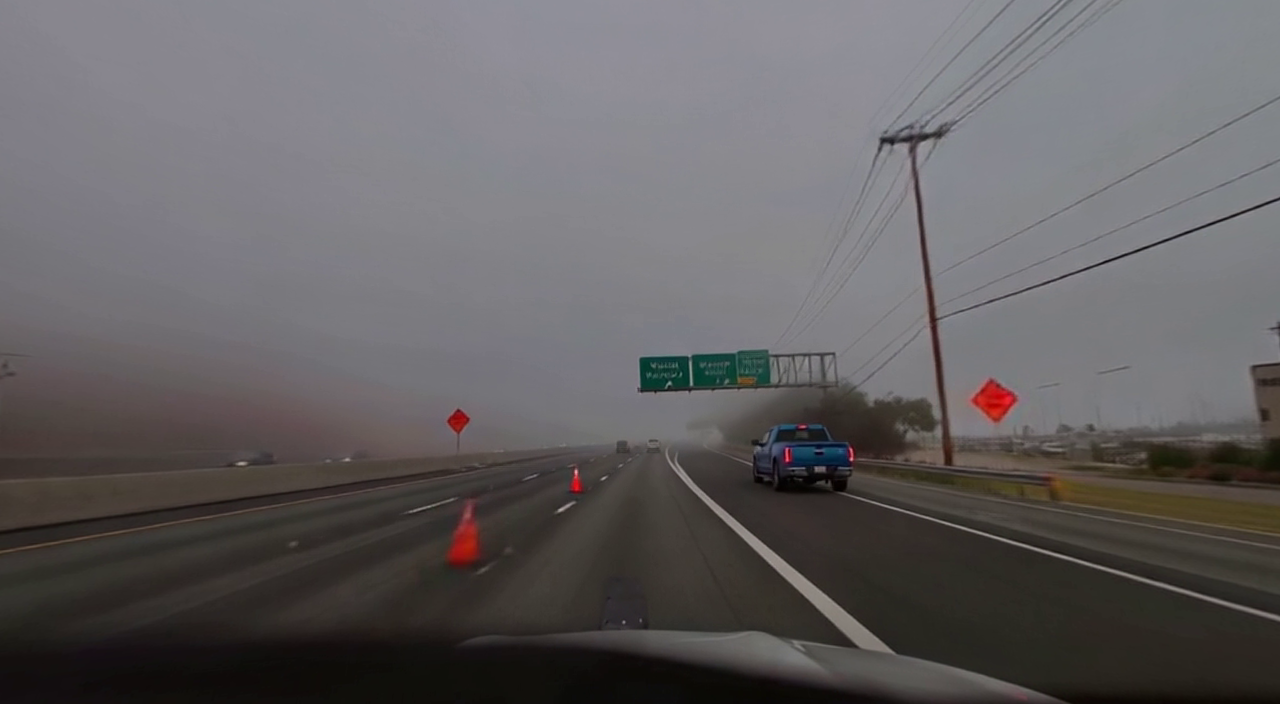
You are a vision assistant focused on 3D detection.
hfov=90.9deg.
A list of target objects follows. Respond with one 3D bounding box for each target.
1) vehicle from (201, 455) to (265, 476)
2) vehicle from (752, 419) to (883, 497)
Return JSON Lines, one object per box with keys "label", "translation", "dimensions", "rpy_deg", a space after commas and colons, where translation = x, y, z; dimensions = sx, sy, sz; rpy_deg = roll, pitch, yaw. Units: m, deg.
{"label": "vehicle", "translation": [-31.807, 8.868, 49.422], "dimensions": [1.810, 1.430, 4.687], "rpy_deg": [0, -8, 1]}
{"label": "vehicle", "translation": [4.685, 2.901, 17.679], "dimensions": [2.186, 1.840, 5.289], "rpy_deg": [0, -8, 1]}
